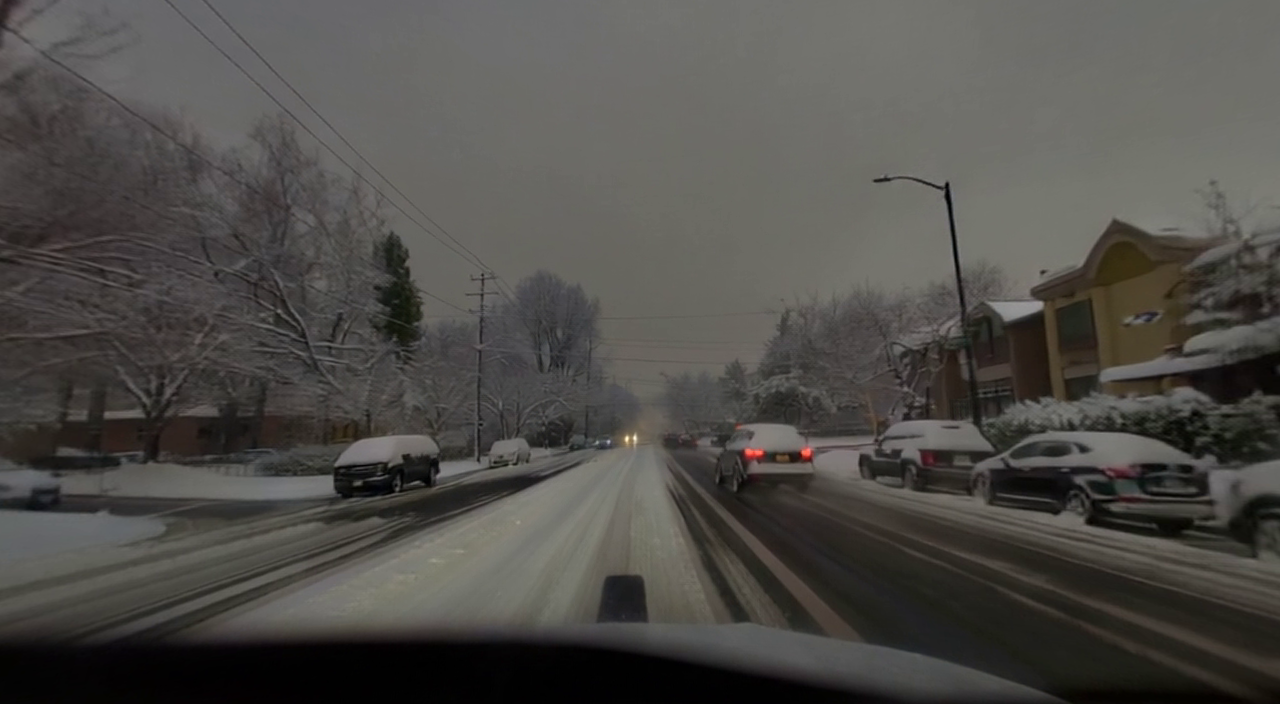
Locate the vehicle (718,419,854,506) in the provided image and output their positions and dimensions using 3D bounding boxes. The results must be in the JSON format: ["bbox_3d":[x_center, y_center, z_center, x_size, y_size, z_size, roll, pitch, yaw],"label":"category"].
[{"bbox_3d":[3.184,2.532,14.884,2.004,1.704,4.573,0,-8,-1],"label":"vehicle"}]

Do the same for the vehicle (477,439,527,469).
[{"bbox_3d":[-8.905,6.610,41.105,2.228,1.825,4.522,0,-8,-1],"label":"vehicle"}]

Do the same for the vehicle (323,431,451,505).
[{"bbox_3d":[-8.917,4.036,22.850,2.419,2.087,5.334,-3,-6,0],"label":"vehicle"}]

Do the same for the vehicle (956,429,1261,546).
[{"bbox_3d":[7.582,2.199,10.979,1.862,1.492,4.571,3,-8,0],"label":"vehicle"}]

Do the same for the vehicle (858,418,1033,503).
[{"bbox_3d":[7.954,2.882,17.215,2.133,1.911,5.455,-1,-8,2],"label":"vehicle"}]

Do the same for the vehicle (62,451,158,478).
[{"bbox_3d":[-32.001,6.775,38.247,1.746,1.479,4.603,-1,-8,1],"label":"vehicle"}]
